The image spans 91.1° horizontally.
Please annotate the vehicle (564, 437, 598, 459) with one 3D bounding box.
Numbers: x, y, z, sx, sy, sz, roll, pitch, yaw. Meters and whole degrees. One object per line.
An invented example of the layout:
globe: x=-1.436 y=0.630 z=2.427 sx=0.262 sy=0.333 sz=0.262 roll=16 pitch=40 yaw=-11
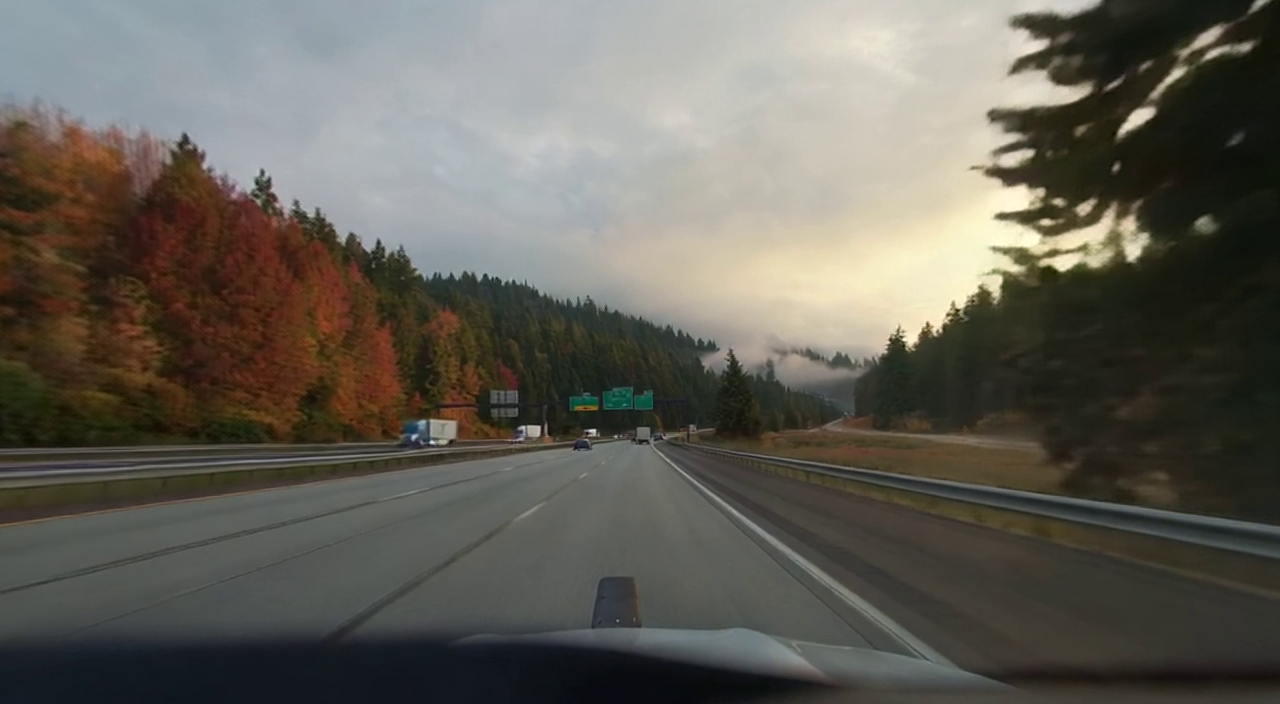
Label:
vehicle: x=-4.258 y=6.974 z=45.985 sx=2.004 sy=1.497 sz=4.260 roll=0 pitch=-8 yaw=1
